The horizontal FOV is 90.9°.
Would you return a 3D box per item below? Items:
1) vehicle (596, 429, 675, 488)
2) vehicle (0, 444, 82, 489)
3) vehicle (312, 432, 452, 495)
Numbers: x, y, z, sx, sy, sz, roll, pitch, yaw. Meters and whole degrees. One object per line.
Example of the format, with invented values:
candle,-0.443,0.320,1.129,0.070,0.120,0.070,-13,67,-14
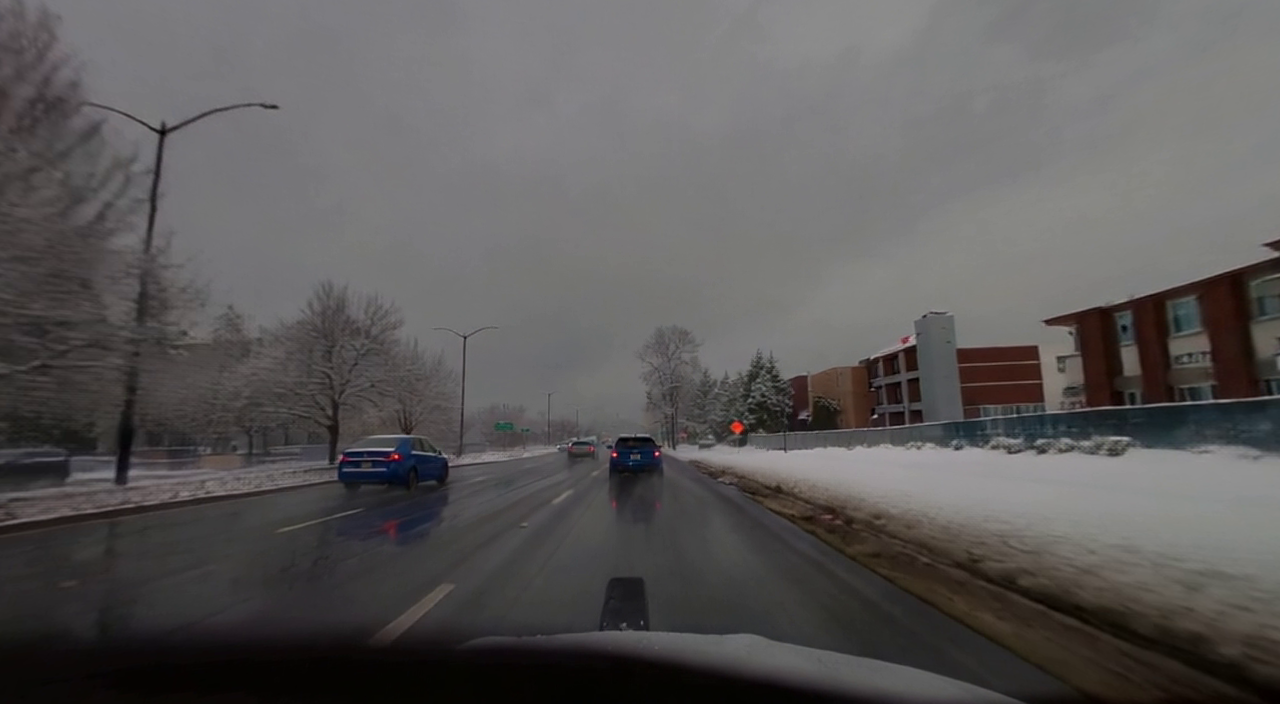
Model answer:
vehicle,-0.162,3.314,19.956,2.227,1.654,4.091,0,-8,-1
vehicle,-26.237,4.695,26.100,1.931,1.759,4.703,0,-8,0
vehicle,-6.766,2.957,17.153,1.877,1.479,4.430,0,-8,1
